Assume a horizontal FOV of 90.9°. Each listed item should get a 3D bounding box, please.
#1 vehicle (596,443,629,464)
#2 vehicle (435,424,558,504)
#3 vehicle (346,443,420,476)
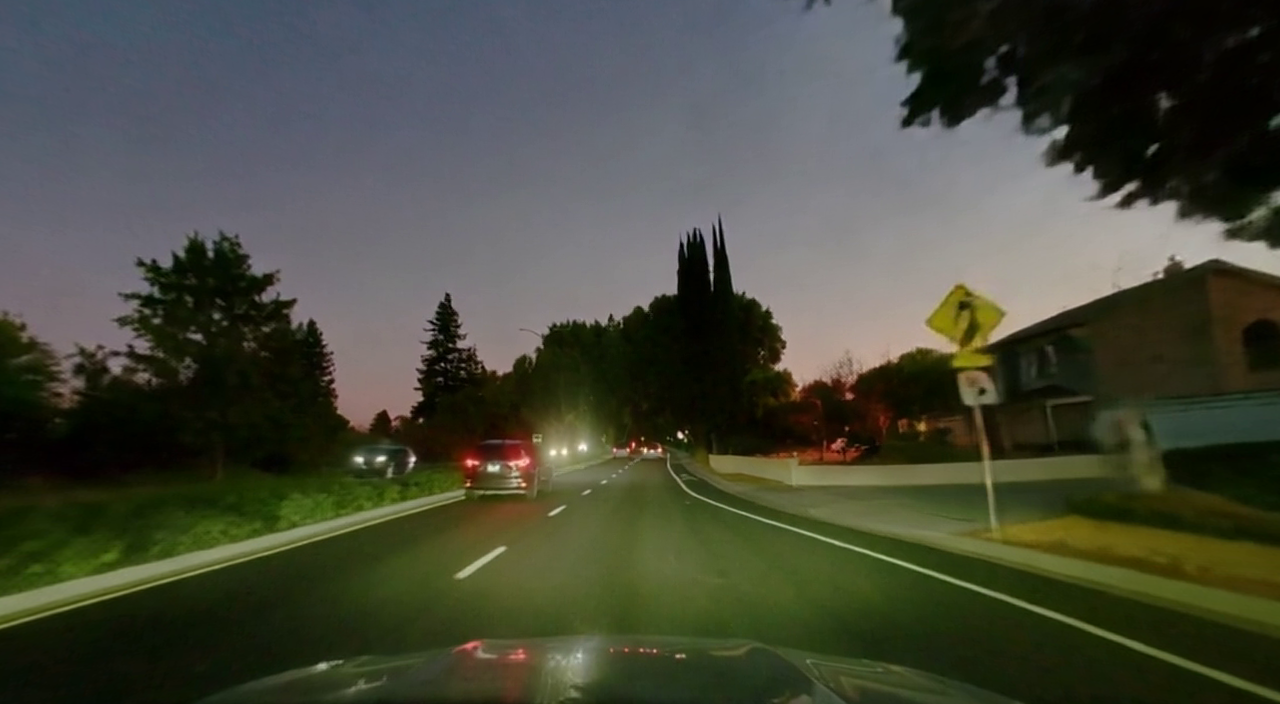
[{"bbox_3d":[-2.024,7.746,48.294,2.119,1.494,4.624,0,-8,2],"label":"vehicle"},{"bbox_3d":[-3.503,2.828,16.360,2.073,1.770,4.302,0,-8,2],"label":"vehicle"},{"bbox_3d":[-14.150,5.924,35.056,2.063,1.715,4.650,0,-8,1],"label":"vehicle"}]
